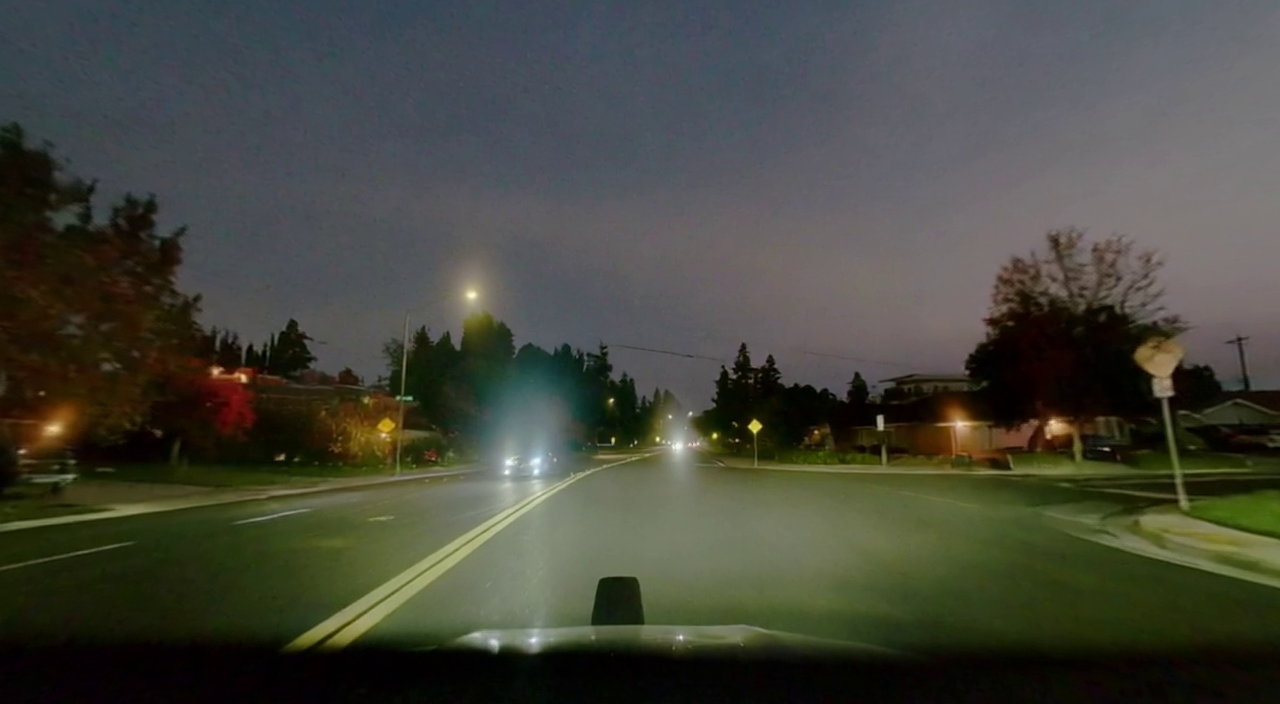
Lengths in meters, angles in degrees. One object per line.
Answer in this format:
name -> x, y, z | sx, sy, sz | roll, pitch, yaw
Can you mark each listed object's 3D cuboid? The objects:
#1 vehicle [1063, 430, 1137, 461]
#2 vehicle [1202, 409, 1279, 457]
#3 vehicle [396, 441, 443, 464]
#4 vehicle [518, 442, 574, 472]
vehicle -> 25.528, 5.232, 35.271 | 2.000, 1.594, 4.976 | -4, -9, 21
vehicle -> 34.032, 4.482, 34.483 | 2.411, 2.381, 6.645 | -3, -9, 19
vehicle -> -17.375, 7.920, 49.801 | 2.838, 1.748, 1.892 | -1, -8, 7
vehicle -> -5.020, 5.694, 34.492 | 2.088, 1.490, 4.524 | -1, -8, 4
